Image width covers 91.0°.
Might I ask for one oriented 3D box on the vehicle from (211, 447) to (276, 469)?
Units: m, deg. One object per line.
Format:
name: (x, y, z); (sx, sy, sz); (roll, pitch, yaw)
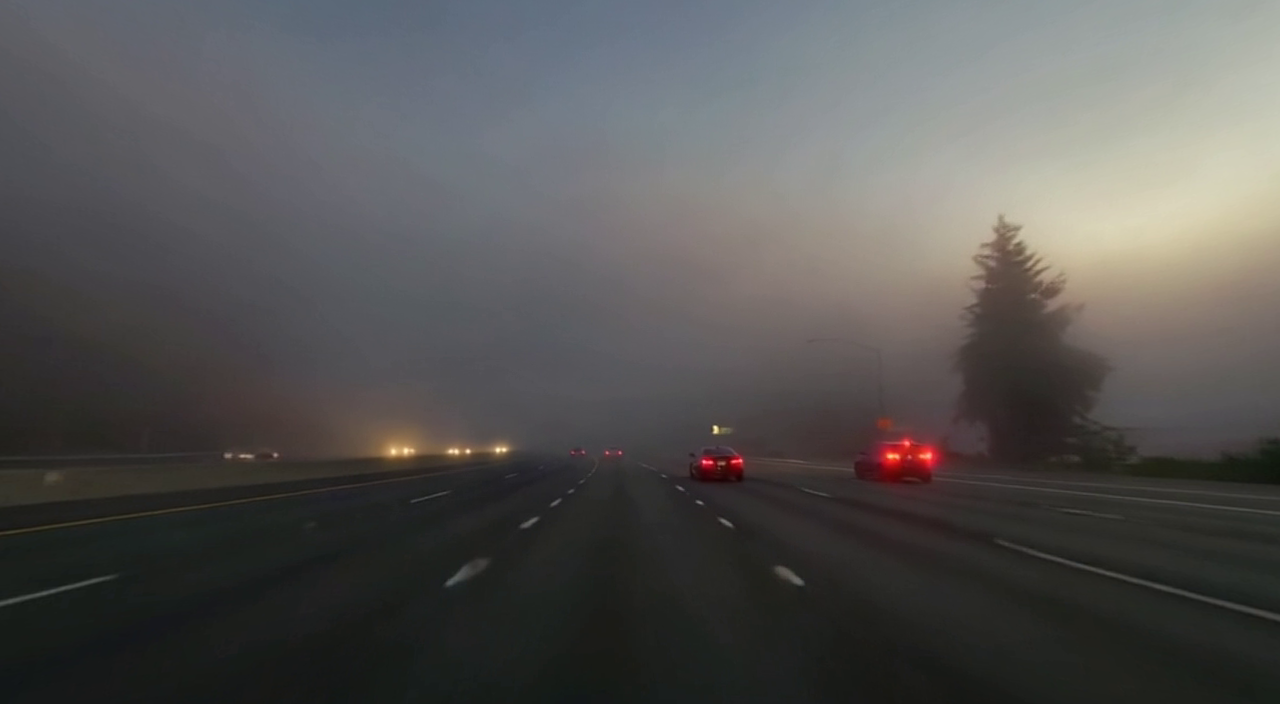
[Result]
vehicle: (-29.394, 7.858, 46.838); (1.881, 1.532, 4.734); (0, -9, -2)

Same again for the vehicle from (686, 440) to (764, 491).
vehicle: (2.797, 3.838, 21.568); (1.975, 1.562, 3.823); (0, -9, -2)

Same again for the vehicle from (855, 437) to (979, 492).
vehicle: (9.193, 3.773, 21.433); (1.909, 1.634, 4.739); (0, -9, -2)
